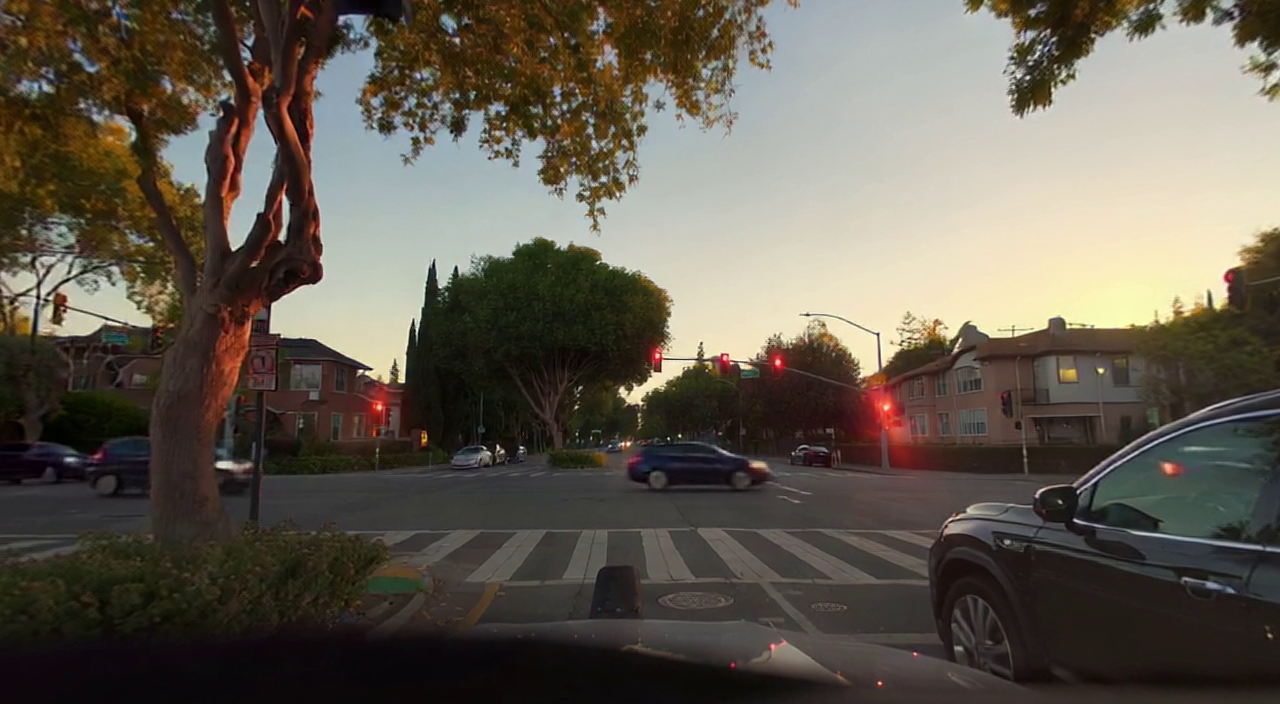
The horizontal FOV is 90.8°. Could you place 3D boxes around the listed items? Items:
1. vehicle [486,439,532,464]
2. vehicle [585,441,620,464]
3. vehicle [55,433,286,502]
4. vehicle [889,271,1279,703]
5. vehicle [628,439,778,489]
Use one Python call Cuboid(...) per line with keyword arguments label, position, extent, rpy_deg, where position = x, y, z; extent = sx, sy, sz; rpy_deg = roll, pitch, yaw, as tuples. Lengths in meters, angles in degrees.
Cuboid(label="vehicle", position=(-8.967, 6.862, 43.641), extent=(2.028, 1.654, 5.027), rpy_deg=(0, -9, 1))
Cuboid(label="vehicle", position=(-2.436, 6.713, 42.260), extent=(2.046, 1.491, 4.118), rpy_deg=(0, -9, 1))
Cuboid(label="vehicle", position=(-12.070, 2.981, 16.519), extent=(4.332, 1.682, 2.025), rpy_deg=(0, -9, -1))
Cuboid(label="vehicle", position=(2.706, 0.713, 1.717), extent=(2.085, 1.800, 4.908), rpy_deg=(0, -9, 1))
Cuboid(label="vehicle", position=(1.891, 3.539, 20.154), extent=(4.537, 1.501, 1.950), rpy_deg=(0, -9, -1))
